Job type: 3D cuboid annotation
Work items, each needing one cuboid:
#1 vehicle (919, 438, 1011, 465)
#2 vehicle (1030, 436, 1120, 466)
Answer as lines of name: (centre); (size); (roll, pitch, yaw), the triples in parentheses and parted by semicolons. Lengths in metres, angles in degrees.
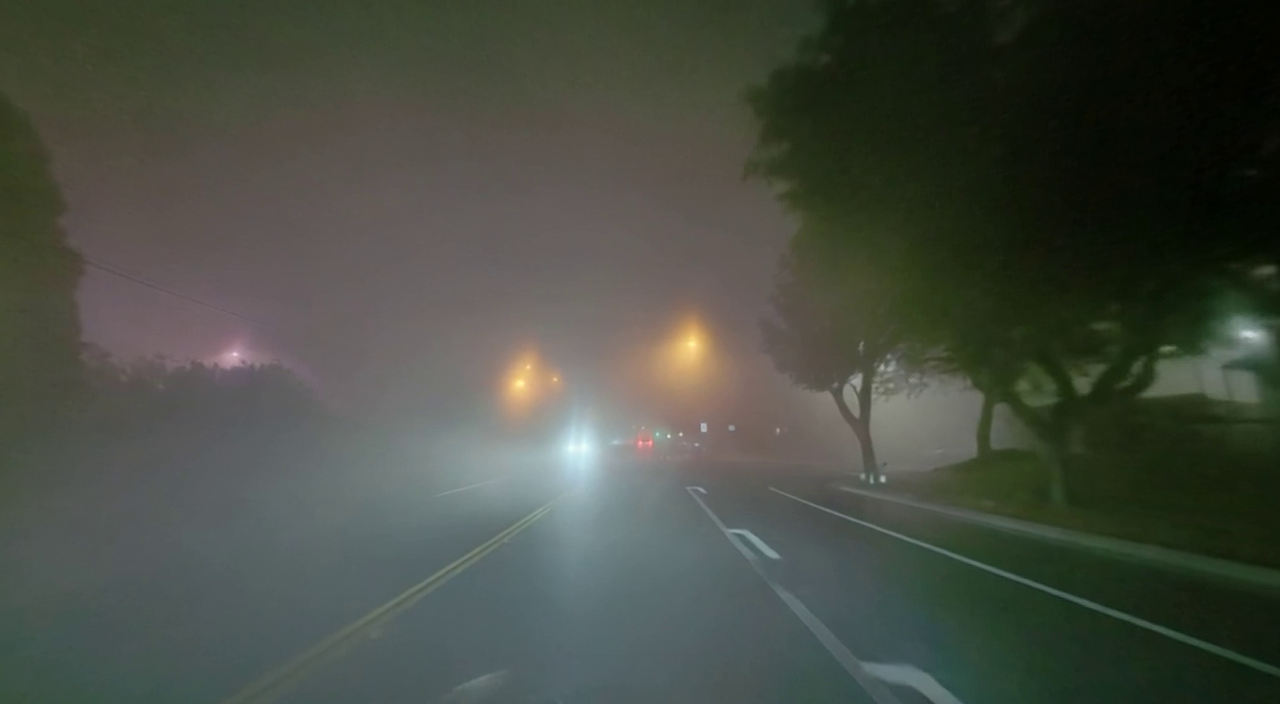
vehicle: (20.936, 6.393, 40.496); (4.849, 1.470, 2.041); (-1, -7, -7)
vehicle: (28.736, 6.543, 41.550); (4.686, 1.536, 2.037); (6, -9, -5)
